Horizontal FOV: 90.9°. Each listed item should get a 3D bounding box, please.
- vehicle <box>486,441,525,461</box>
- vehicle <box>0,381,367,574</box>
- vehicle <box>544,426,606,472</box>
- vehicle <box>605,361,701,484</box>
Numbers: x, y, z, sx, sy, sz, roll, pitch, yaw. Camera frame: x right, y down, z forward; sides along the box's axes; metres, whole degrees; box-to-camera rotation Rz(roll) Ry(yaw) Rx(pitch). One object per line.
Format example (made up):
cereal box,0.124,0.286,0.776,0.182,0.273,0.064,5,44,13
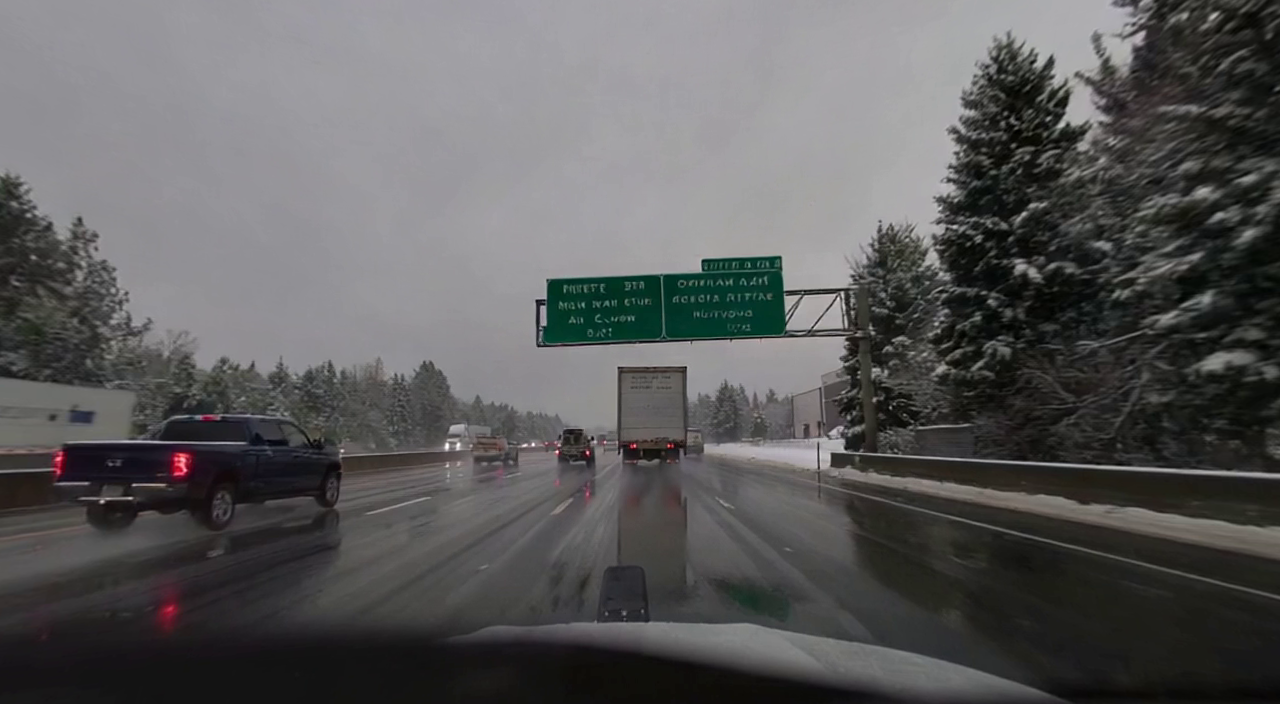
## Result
vehicle,-10.404,7.718,49.078,1.909,1.482,4.582,0,-9,1
vehicle,-6.739,1.735,9.542,2.479,1.978,5.952,0,-9,1
vehicle,-3.137,4.881,31.909,2.379,2.075,6.169,0,-9,1
vehicle,0.399,2.915,24.531,2.941,3.794,9.851,0,-9,0
